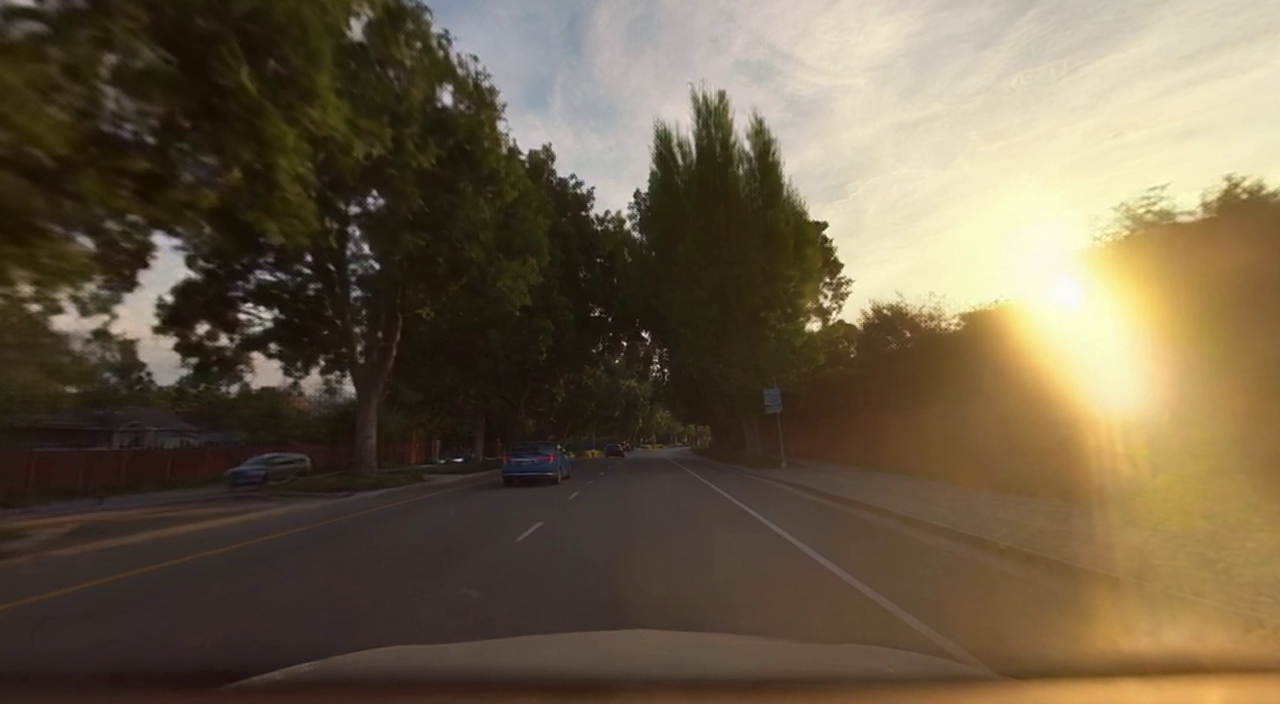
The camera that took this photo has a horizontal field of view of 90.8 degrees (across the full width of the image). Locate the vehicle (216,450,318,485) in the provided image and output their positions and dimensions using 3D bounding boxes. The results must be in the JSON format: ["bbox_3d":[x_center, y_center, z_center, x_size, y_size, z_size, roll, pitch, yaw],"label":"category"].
[{"bbox_3d":[-20.749,6.426,35.508,2.243,1.703,5.669,0,-8,1],"label":"vehicle"}]

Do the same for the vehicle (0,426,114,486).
[{"bbox_3d":[-34.396,5.795,34.959,2.817,3.013,8.966,-5,-9,1],"label":"vehicle"}]

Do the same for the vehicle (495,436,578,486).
[{"bbox_3d":[-3.226,3.484,20.480,1.870,1.431,4.317,0,-8,1],"label":"vehicle"}]
